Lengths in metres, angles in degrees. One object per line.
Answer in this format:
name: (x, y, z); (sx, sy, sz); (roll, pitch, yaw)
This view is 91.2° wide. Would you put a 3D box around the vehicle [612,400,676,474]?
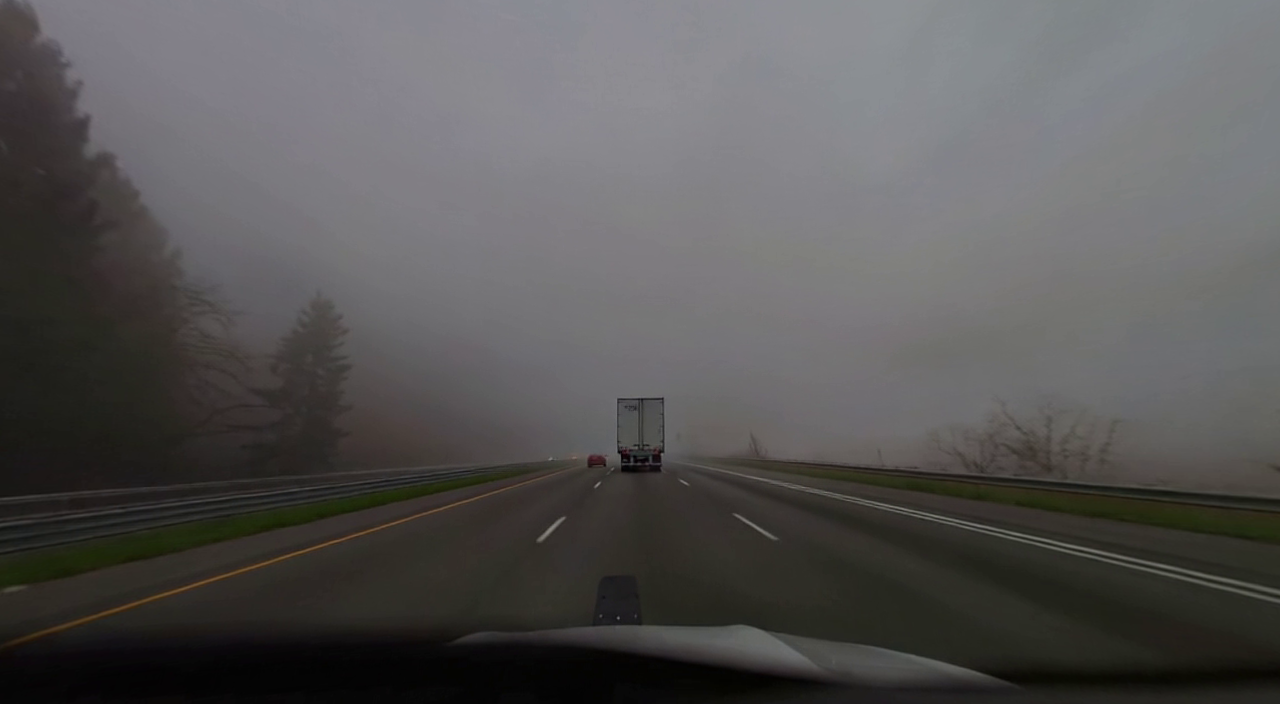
vehicle: (0.206, 6.019, 43.355); (3.537, 4.071, 17.399); (0, -9, 0)
